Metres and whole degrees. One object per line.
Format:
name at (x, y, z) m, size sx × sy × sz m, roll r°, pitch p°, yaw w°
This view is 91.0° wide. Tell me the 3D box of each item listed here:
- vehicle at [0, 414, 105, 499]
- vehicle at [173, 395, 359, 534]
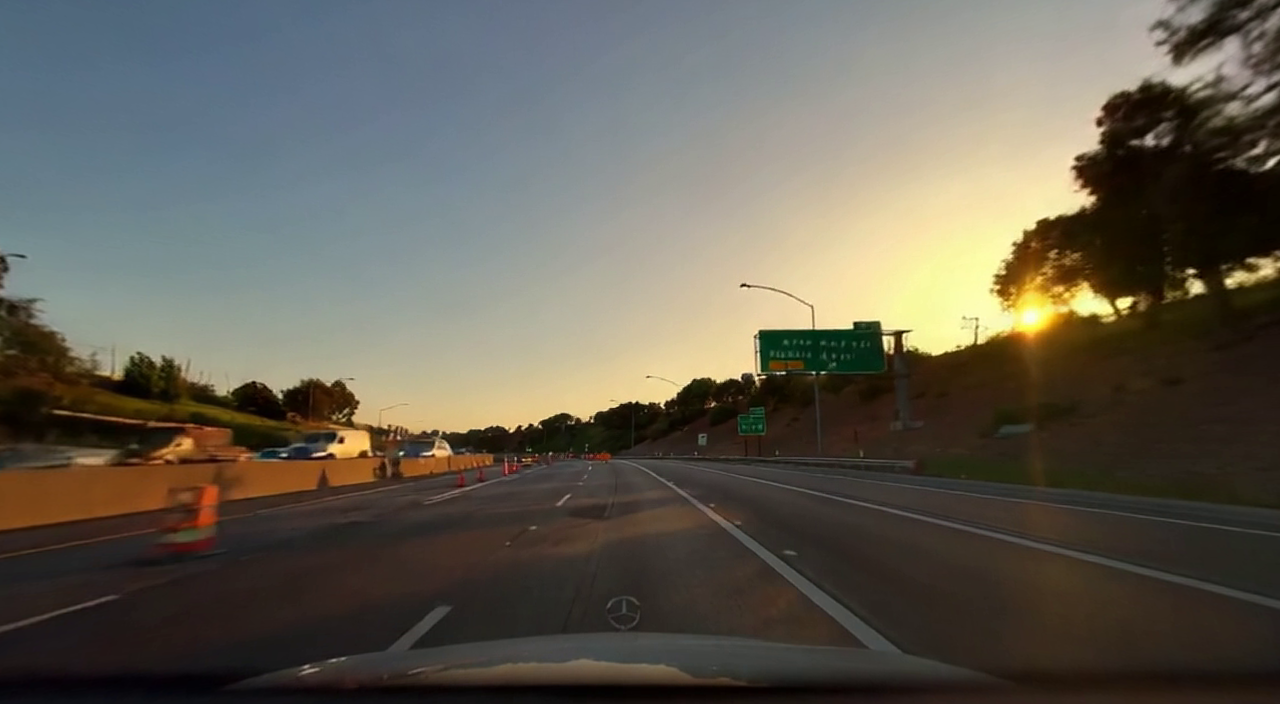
vehicle at (-20.019, 2.830, 17.887) m, size 2.695 × 2.433 × 7.714 m, roll 5°, pitch -12°, yaw 0°
vehicle at (-7.649, 2.314, 13.289) m, size 1.925 × 2.542 × 3.048 m, roll -1°, pitch -8°, yaw 0°
